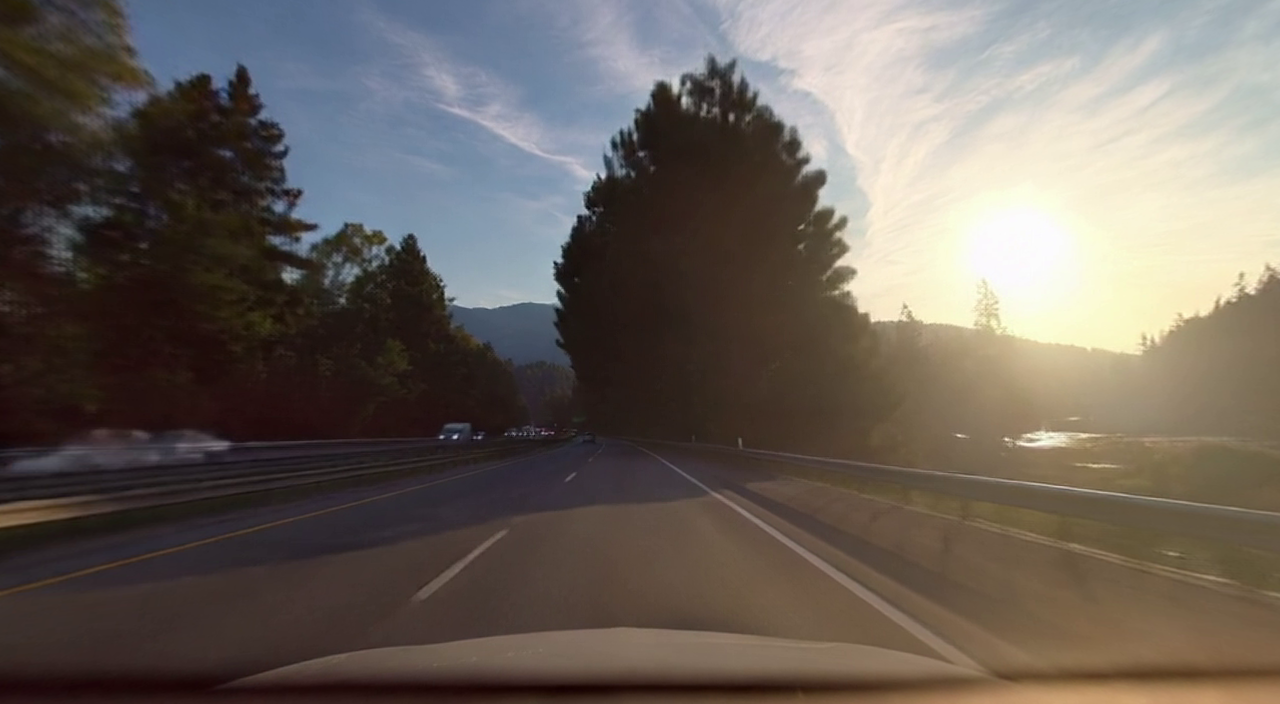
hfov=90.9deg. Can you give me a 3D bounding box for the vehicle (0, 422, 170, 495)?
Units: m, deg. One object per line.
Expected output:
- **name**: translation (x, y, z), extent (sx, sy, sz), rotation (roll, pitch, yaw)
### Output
- **vehicle**: translation (-13.656, 2.413, 14.699), extent (2.018, 1.442, 4.422), rotation (0, -8, -1)
